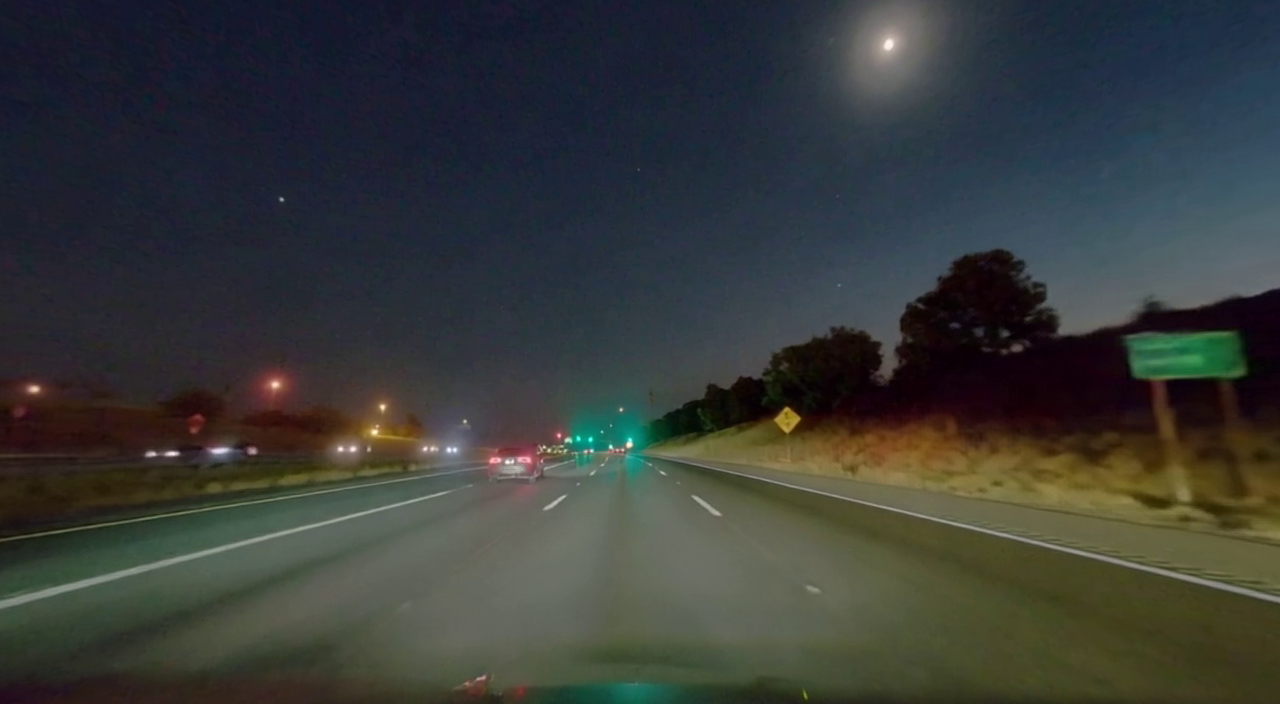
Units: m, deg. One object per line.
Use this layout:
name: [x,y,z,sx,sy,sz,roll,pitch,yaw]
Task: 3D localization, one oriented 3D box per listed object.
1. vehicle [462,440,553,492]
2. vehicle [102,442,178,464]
vehicle: [-4.264,3.741,21.127,2.073,1.516,4.478,0,-9,0]
vehicle: [-36.732,7.420,46.546,1.880,1.484,4.668,0,-9,-2]
